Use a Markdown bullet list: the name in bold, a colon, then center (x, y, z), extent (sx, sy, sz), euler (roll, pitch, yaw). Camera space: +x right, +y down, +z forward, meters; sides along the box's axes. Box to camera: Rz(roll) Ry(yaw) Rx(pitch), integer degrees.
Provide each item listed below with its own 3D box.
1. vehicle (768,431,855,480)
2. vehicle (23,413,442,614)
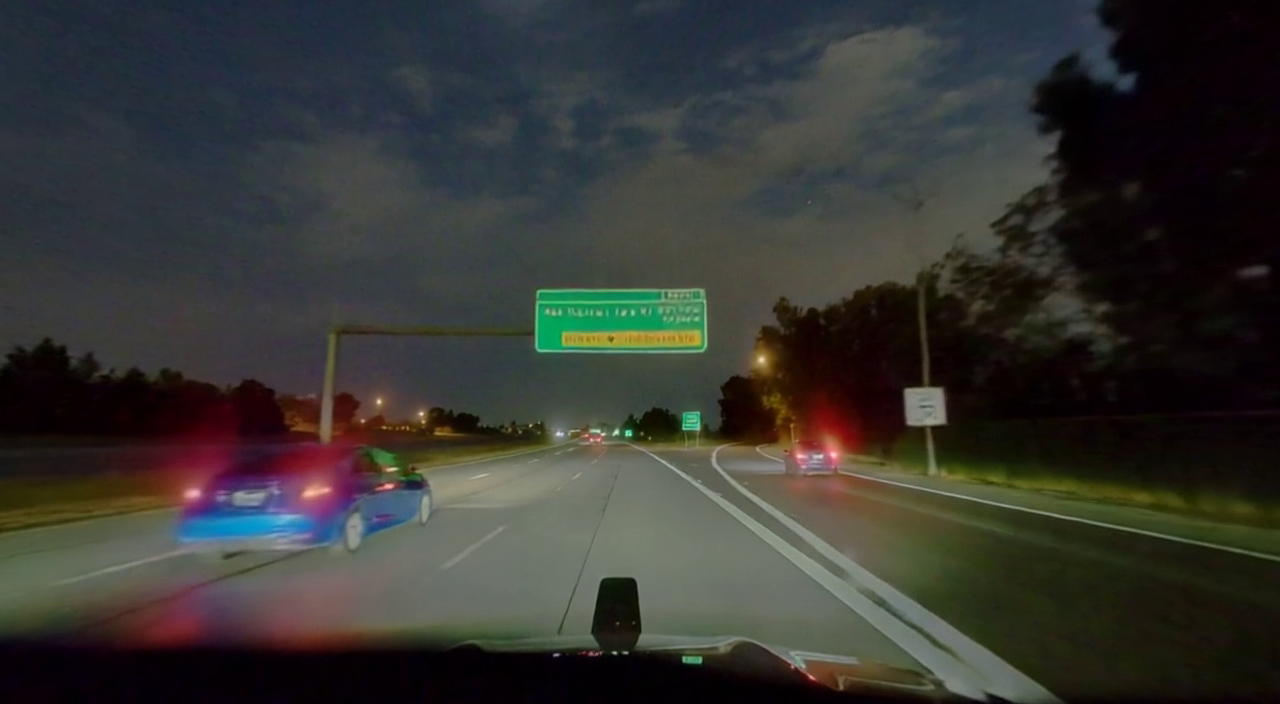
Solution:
- **vehicle**: center (6.257, 3.809, 23.578), extent (2.084, 1.614, 4.762), euler (-1, -8, 2)
- **vehicle**: center (-3.858, 1.547, 7.018), extent (2.008, 1.567, 3.959), euler (0, -8, 0)
